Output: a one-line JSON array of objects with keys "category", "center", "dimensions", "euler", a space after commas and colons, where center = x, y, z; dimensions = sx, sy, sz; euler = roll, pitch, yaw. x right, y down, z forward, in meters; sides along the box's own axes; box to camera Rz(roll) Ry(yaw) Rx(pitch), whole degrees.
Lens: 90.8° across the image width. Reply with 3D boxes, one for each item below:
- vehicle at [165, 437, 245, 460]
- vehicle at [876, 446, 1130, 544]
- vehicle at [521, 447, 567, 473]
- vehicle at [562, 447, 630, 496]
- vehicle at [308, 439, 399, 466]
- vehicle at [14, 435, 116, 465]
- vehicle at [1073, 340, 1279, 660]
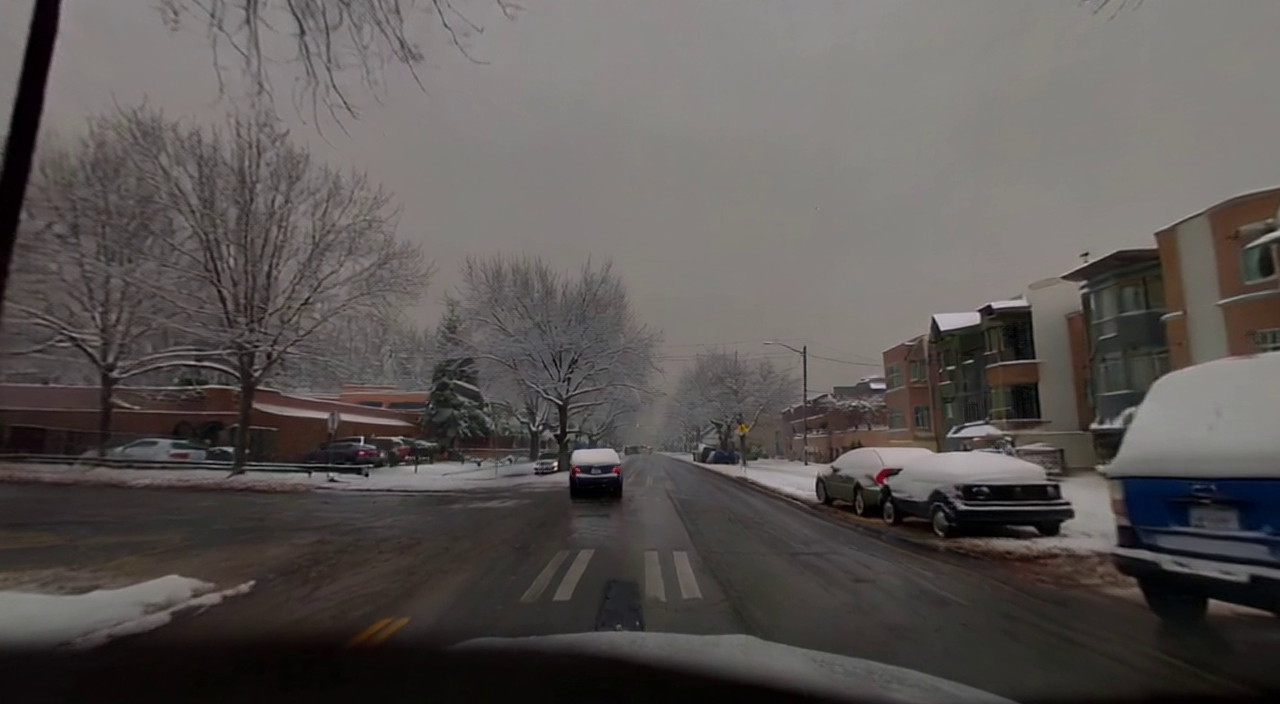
[{"category": "vehicle", "center": [-31.930, 7.089, 46.444], "dimensions": [4.410, 1.611, 1.880], "euler": [0, -8, -1]}, {"category": "vehicle", "center": [6.523, 2.437, 11.377], "dimensions": [4.097, 1.476, 1.864], "euler": [4, -9, -25]}, {"category": "vehicle", "center": [-6.025, 6.831, 40.266], "dimensions": [2.049, 1.490, 4.501], "euler": [0, -8, 2]}, {"category": "vehicle", "center": [-1.522, 3.996, 21.578], "dimensions": [2.065, 1.450, 4.522], "euler": [1, -8, -4]}, {"category": "vehicle", "center": [-18.392, 6.481, 40.684], "dimensions": [4.892, 1.679, 1.927], "euler": [1, -9, -6]}, {"category": "vehicle", "center": [-31.828, 5.416, 35.019], "dimensions": [3.915, 1.574, 1.850], "euler": [0, -9, 3]}, {"category": "vehicle", "center": [6.709, 1.190, 5.596], "dimensions": [5.385, 2.146, 2.143], "euler": [4, -9, -25]}]
